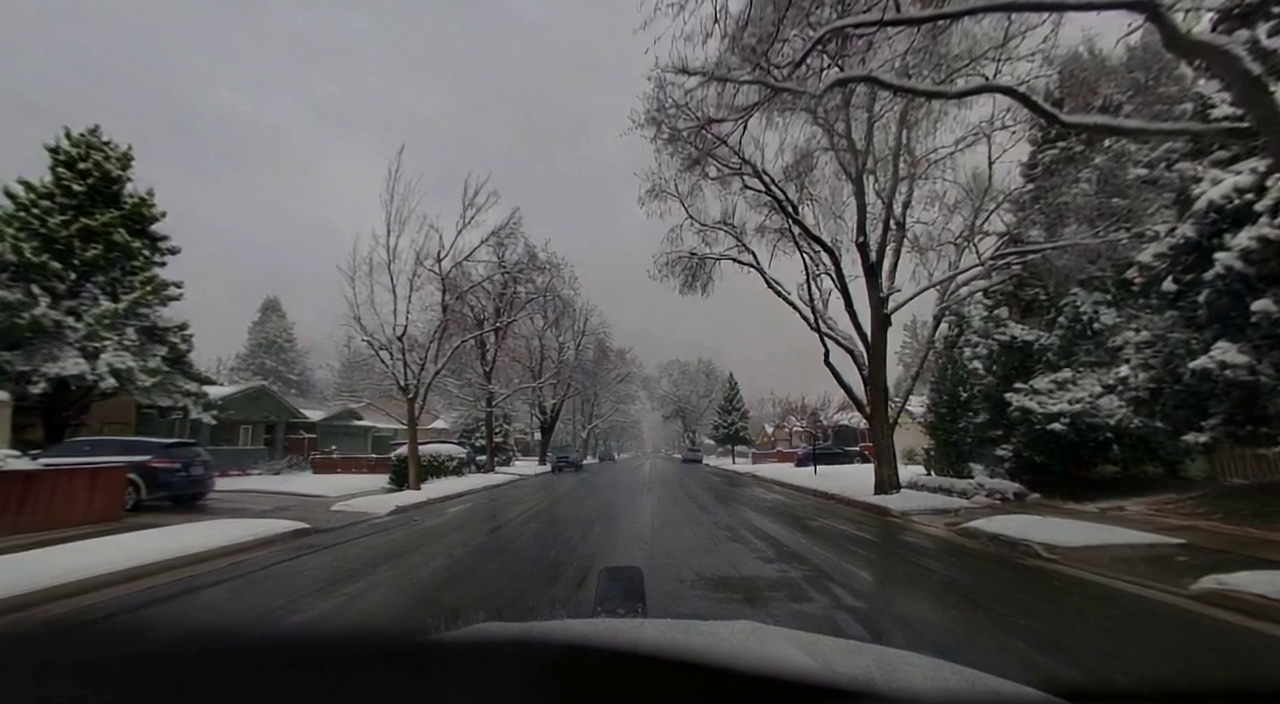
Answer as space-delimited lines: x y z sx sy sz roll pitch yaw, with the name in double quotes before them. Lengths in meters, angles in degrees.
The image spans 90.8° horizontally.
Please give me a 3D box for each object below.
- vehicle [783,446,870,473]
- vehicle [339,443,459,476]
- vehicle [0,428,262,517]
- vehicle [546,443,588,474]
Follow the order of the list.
"vehicle" 10.936 6.321 37.242 4.497 1.564 1.948 0 -8 0
"vehicle" -11.750 5.258 31.076 5.040 1.541 2.042 0 -9 1
"vehicle" -11.202 2.616 14.042 4.425 1.766 1.963 -1 -9 8
"vehicle" -4.817 7.119 42.481 2.341 1.942 5.044 -1 -9 -2
